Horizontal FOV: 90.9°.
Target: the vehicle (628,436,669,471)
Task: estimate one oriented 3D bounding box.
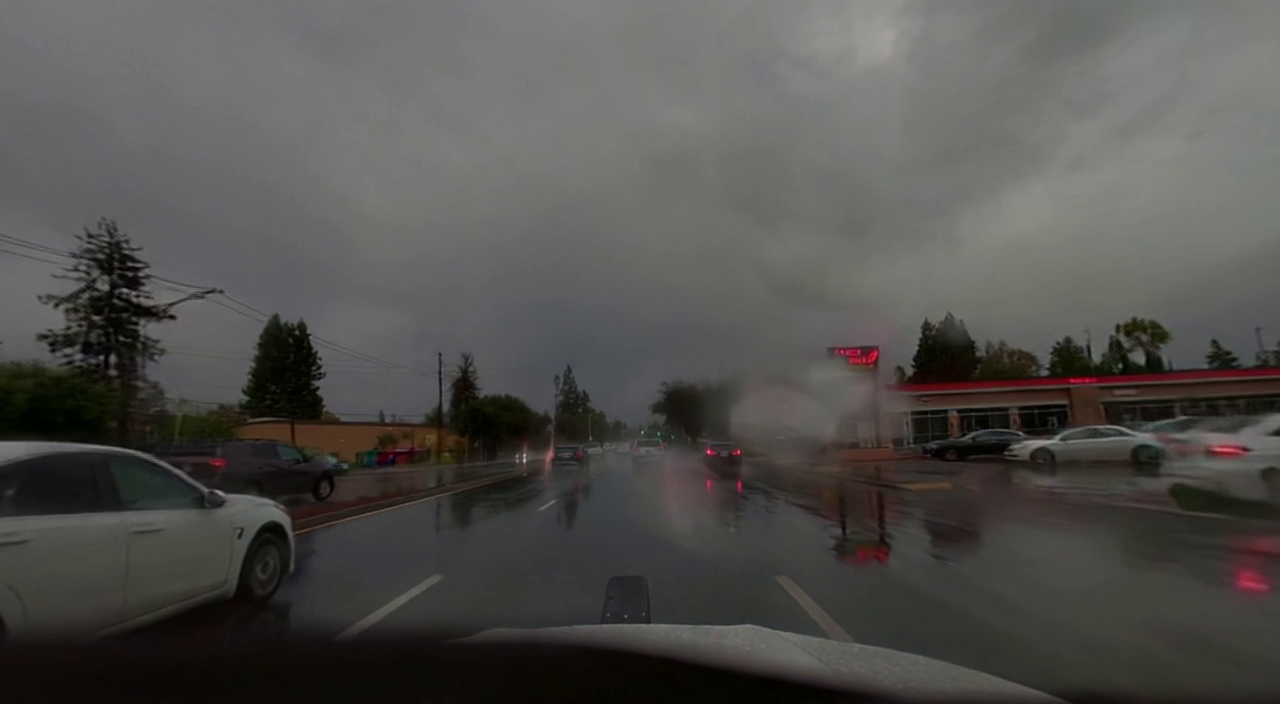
[{"bbox_3d":[0.457,5.841,36.293,2.193,1.873,4.033,0,-8,0],"label":"vehicle"}]

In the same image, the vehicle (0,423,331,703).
[{"bbox_3d":[-4.022,1.227,3.940,1.908,1.481,4.351,0,-8,1],"label":"vehicle"}]

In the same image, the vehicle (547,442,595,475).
[{"bbox_3d":[-3.636,5.709,33.958,2.026,1.665,4.193,0,-8,1],"label":"vehicle"}]

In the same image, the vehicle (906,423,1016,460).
[{"bbox_3d":[16.883,4.790,33.430,1.945,1.690,4.833,0,-9,-27],"label":"vehicle"}]

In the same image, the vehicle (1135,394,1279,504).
[{"bbox_3d":[11.431,1.575,10.333,4.808,1.712,2.061,-5,-10,29],"label":"vehicle"}]

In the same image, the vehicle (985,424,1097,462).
[{"bbox_3d":[16.448,3.756,26.106,1.891,1.440,4.045,0,-8,-1],"label":"vehicle"}]

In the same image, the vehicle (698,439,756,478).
[{"bbox_3d":[3.694,4.590,27.397,1.922,1.579,3.642,0,-8,-1],"label":"vehicle"}]
